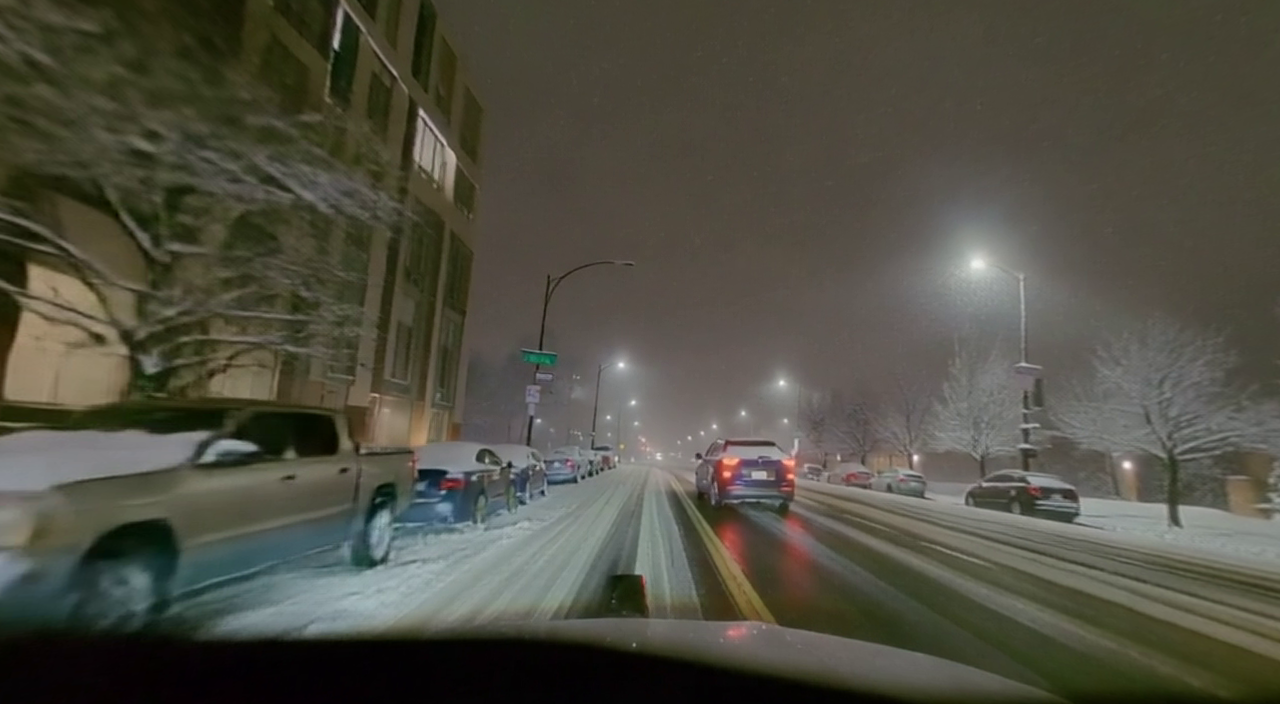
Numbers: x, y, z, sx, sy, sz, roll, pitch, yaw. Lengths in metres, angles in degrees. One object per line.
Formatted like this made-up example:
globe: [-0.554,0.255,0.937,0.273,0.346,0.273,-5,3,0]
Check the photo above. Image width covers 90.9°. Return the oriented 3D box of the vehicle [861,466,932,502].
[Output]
vehicle: [13.622,7.018,33.787,1.866,1.554,4.393,3,-8,-2]

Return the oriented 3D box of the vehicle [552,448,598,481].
vehicle: [-3.125,5.474,31.063,1.842,1.497,4.238,0,-9,0]

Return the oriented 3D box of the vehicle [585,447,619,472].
vehicle: [-2.578,7.423,43.806,1.933,1.652,4.508,0,-9,2]

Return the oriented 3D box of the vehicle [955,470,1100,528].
vehicle: [13.567,5.156,22.459,2.189,1.753,4.376,3,-11,-3]

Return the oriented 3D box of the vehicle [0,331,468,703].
vehicle: [-3.551,1.199,5.719,2.171,1.816,5.274,-1,-9,4]

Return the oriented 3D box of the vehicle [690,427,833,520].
vehicle: [2.752,2.974,16.074,2.411,1.899,5.993,0,-9,0]
